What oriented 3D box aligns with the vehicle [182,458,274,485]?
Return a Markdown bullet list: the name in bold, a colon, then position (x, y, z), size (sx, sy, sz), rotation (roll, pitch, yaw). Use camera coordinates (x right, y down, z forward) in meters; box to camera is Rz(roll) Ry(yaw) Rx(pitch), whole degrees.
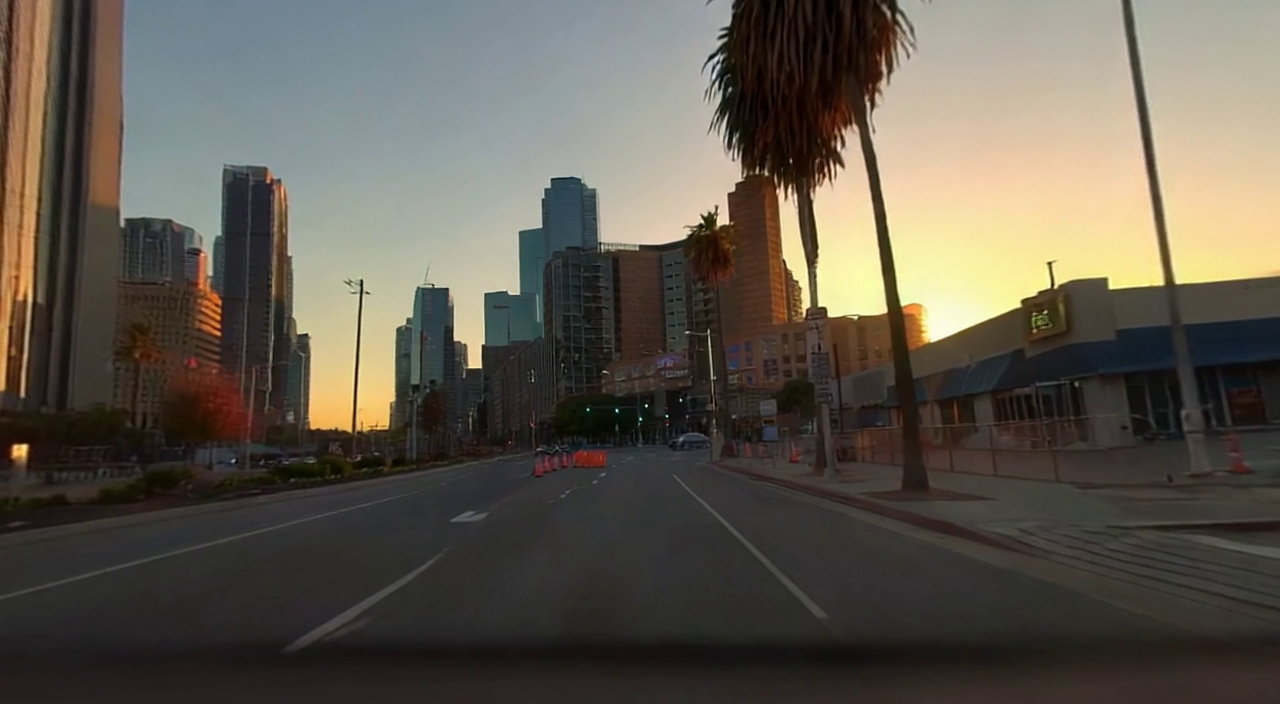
- **vehicle**: position (-28.624, 8.310, 44.072), size (1.979, 1.644, 4.875), rotation (-5, -10, 30)
